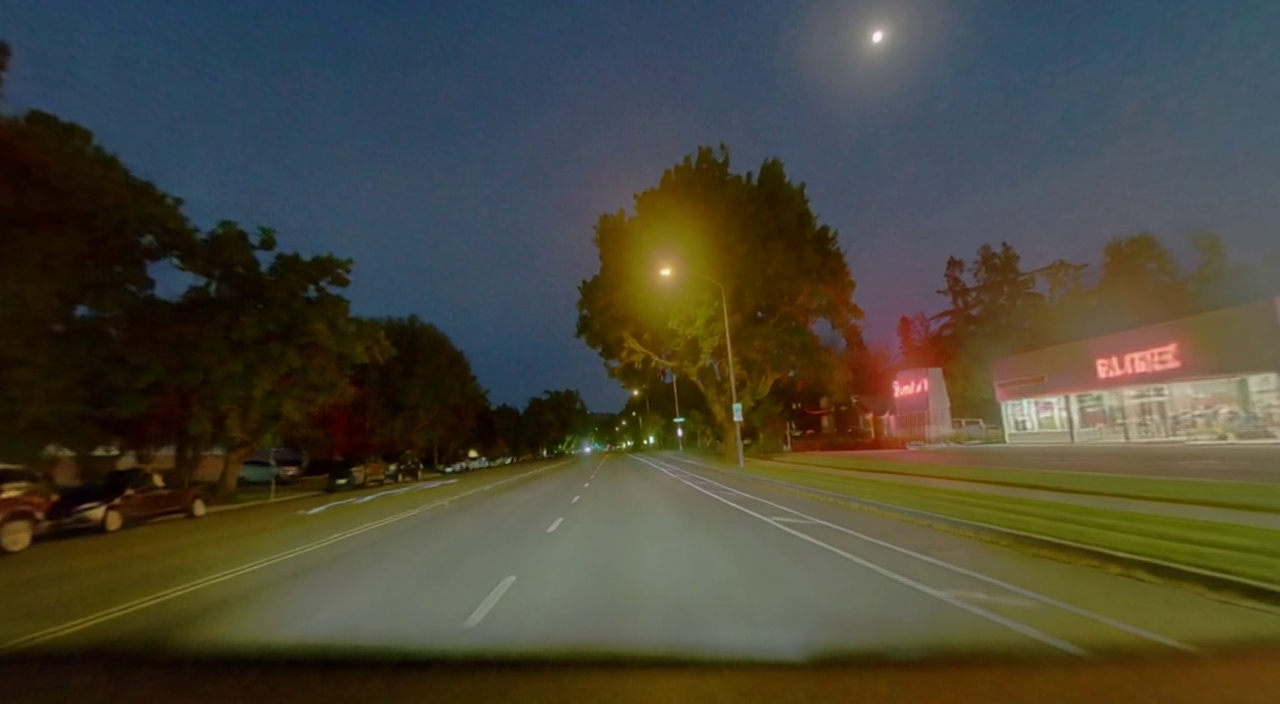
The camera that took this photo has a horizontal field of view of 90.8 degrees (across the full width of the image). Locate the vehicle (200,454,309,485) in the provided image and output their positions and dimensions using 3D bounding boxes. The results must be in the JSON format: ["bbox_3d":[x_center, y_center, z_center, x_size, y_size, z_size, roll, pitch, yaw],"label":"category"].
[{"bbox_3d":[-25.409,7.717,41.786,5.661,1.896,2.302,0,-8,-2],"label":"vehicle"}]

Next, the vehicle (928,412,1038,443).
[{"bbox_3d":[23.879,5.357,44.264,2.392,1.996,6.238,5,-10,-33],"label":"vehicle"}]

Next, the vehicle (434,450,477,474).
[{"bbox_3d":[-13.673,8.180,47.214,1.897,1.564,4.875,0,-8,-2],"label":"vehicle"}]

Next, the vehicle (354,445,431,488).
[{"bbox_3d":[-13.267,6.134,34.216,2.351,1.905,5.138,-4,-9,-4],"label":"vehicle"}]

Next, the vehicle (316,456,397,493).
[{"bbox_3d":[-12.935,5.602,29.155,1.958,1.457,4.254,0,-8,-3],"label":"vehicle"}]

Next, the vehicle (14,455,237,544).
[{"bbox_3d":[-12.490,3.535,15.840,2.076,1.681,4.423,-4,-8,-3],"label":"vehicle"}]
